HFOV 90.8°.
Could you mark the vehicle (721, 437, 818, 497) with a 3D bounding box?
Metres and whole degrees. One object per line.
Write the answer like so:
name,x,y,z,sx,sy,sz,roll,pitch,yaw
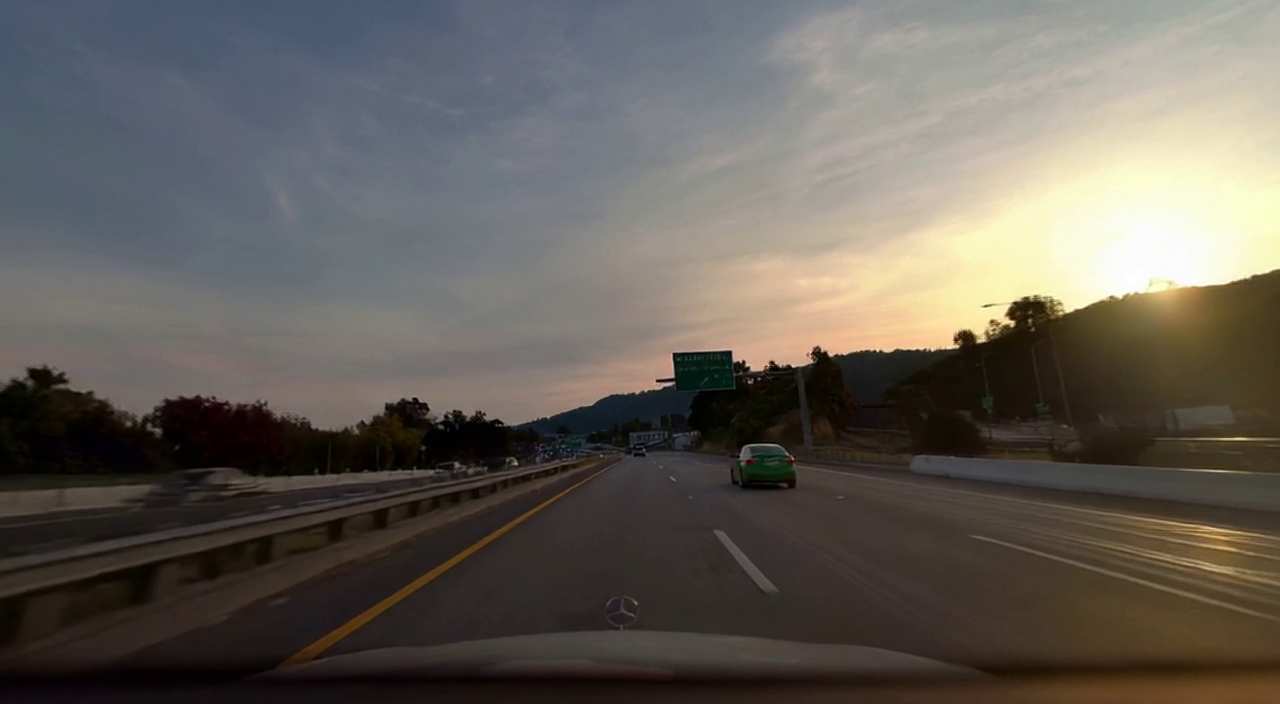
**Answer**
vehicle,3.590,3.256,18.239,1.874,1.506,4.116,0,-8,-1
